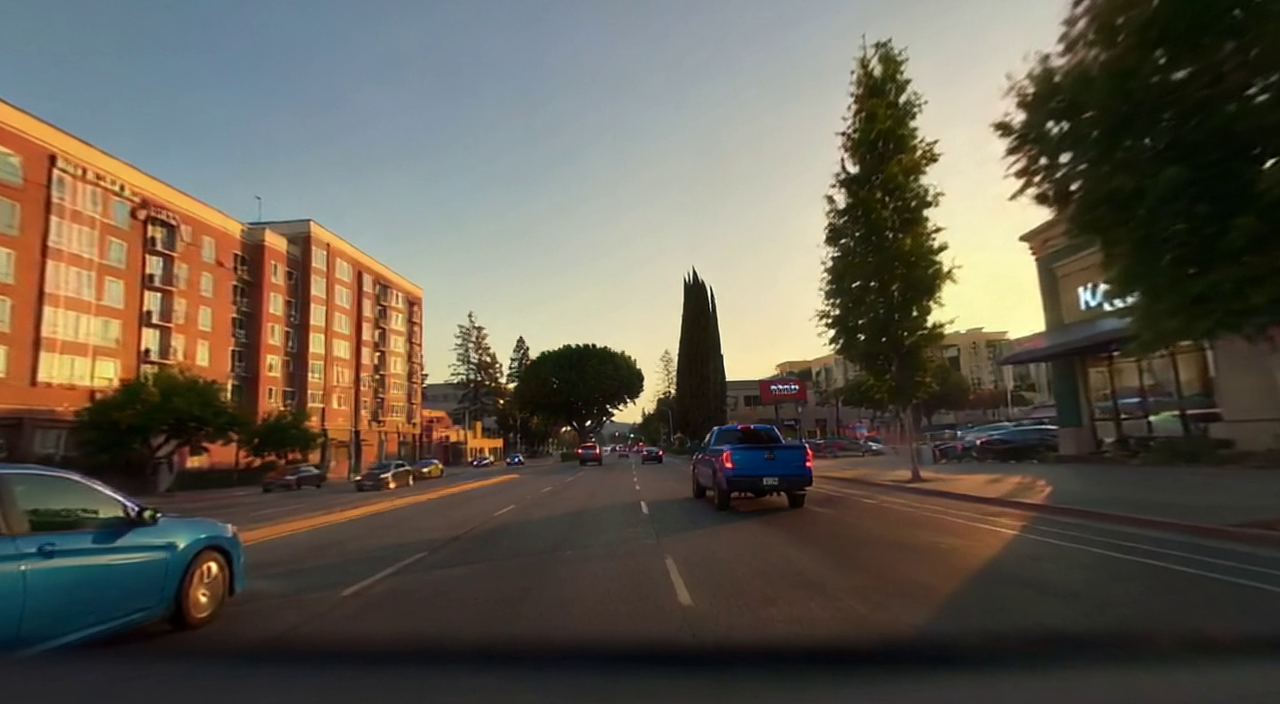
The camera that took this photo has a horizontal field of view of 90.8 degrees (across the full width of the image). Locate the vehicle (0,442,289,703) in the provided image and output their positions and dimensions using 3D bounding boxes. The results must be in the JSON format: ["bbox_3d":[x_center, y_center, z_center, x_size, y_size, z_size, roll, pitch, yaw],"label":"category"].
[{"bbox_3d":[-3.704,1.125,2.736,1.888,1.424,4.553,-1,-8,-2],"label":"vehicle"}]

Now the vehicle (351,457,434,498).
[{"bbox_3d":[-9.947,5.053,25.786,1.780,1.412,4.283,-1,-8,-2],"label":"vehicle"}]

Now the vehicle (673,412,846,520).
[{"bbox_3d":[2.349,2.515,14.535,2.590,1.932,5.776,0,-8,-3],"label":"vehicle"}]

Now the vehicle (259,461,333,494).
[{"bbox_3d":[-21.441,7.801,39.579,2.078,1.779,4.497,-1,-8,0],"label":"vehicle"}]
